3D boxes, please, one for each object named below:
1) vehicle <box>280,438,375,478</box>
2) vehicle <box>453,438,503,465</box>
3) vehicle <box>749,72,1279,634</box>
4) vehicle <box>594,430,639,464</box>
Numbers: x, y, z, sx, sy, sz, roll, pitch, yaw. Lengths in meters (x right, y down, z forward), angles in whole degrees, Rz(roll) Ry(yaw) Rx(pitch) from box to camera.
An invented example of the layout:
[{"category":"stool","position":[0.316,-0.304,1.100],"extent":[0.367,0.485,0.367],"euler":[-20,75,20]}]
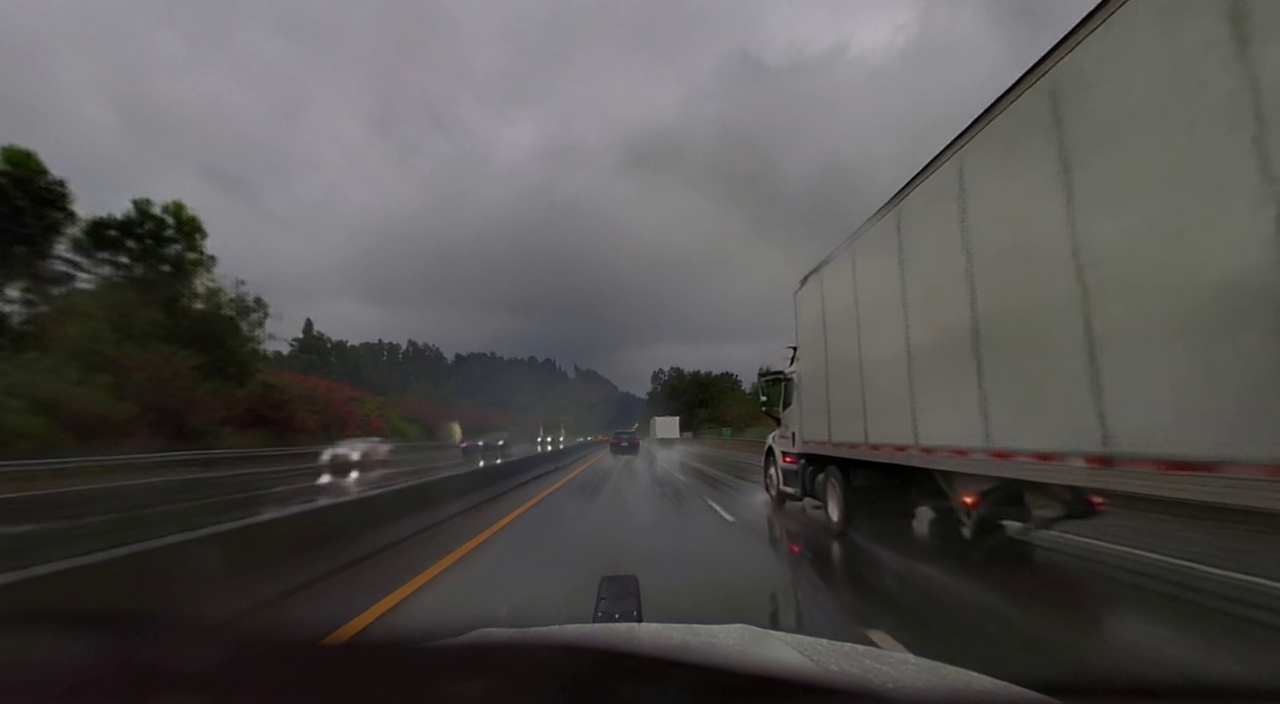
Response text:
[{"category":"vehicle","position":[-13.683,4.624,27.908],"extent":[2.013,1.628,4.313],"euler":[0,-8,-1]},{"category":"vehicle","position":[-9.891,6.095,38.842],"extent":[2.045,1.515,4.117],"euler":[0,-8,-1]},{"category":"vehicle","position":[3.988,0.501,8.910],"extent":[2.955,3.940,9.037],"euler":[0,-8,-2]},{"category":"vehicle","position":[-1.118,4.625,30.864],"extent":[2.095,1.557,3.963],"euler":[0,-8,-1]}]
